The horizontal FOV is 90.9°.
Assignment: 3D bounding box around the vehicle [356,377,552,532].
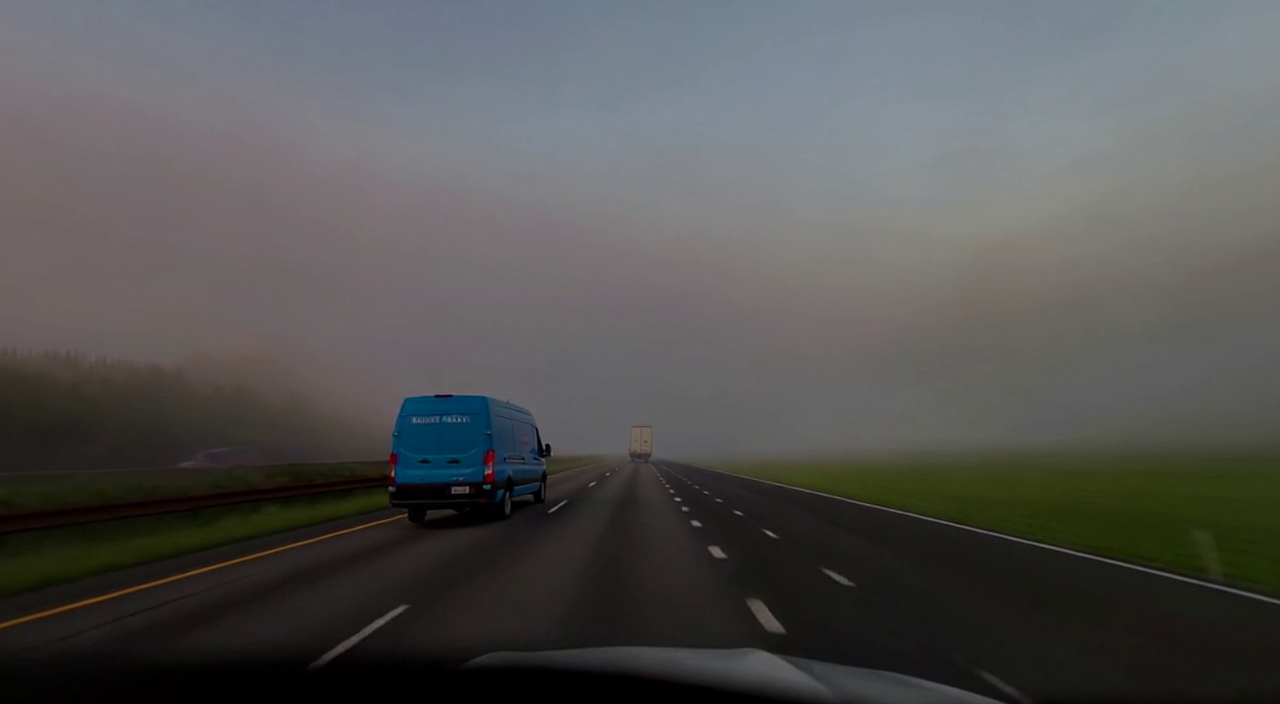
[{"bbox_3d":[-3.660,2.277,14.338,2.320,2.636,7.021,0,-9,0],"label":"vehicle"}]
